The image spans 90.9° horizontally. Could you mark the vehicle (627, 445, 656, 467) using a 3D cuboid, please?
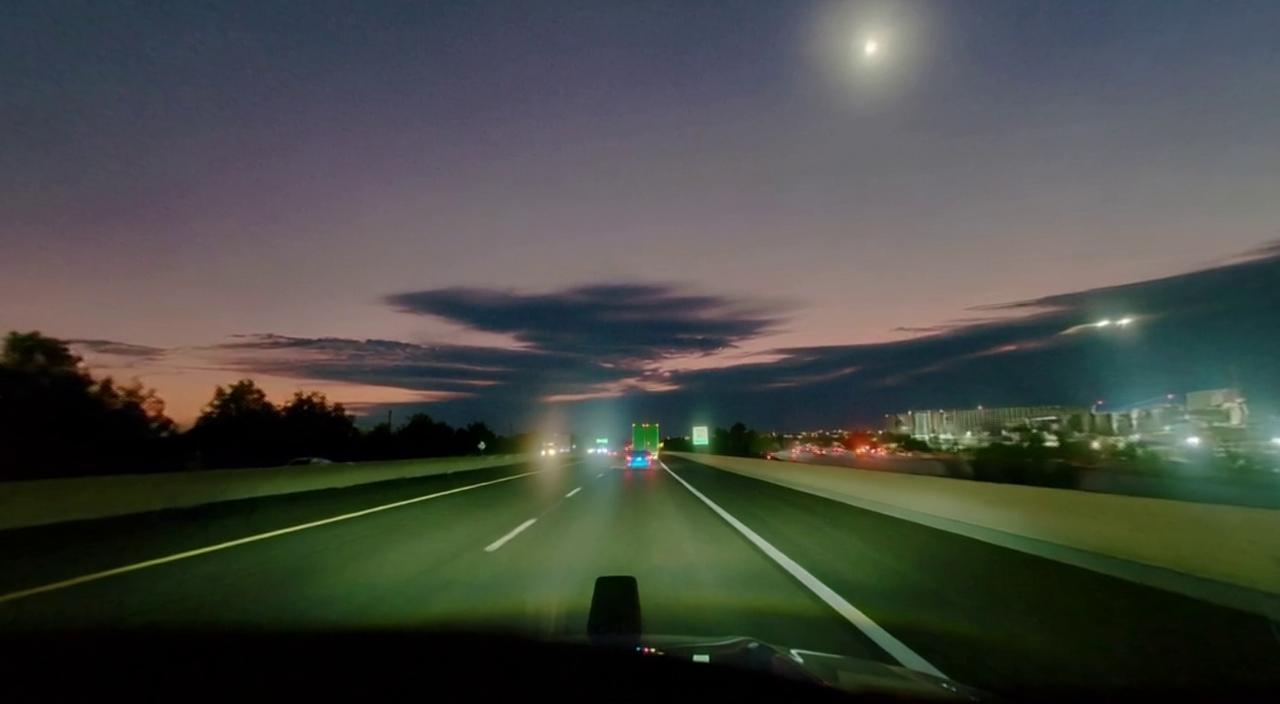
[{"bbox_3d":[0.086,7.880,47.800,2.094,1.559,3.945,0,-9,0],"label":"vehicle"}]

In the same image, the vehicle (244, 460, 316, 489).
[{"bbox_3d":[-19.508,6.610,34.310,1.646,1.399,3.733,-1,-9,1],"label":"vehicle"}]
